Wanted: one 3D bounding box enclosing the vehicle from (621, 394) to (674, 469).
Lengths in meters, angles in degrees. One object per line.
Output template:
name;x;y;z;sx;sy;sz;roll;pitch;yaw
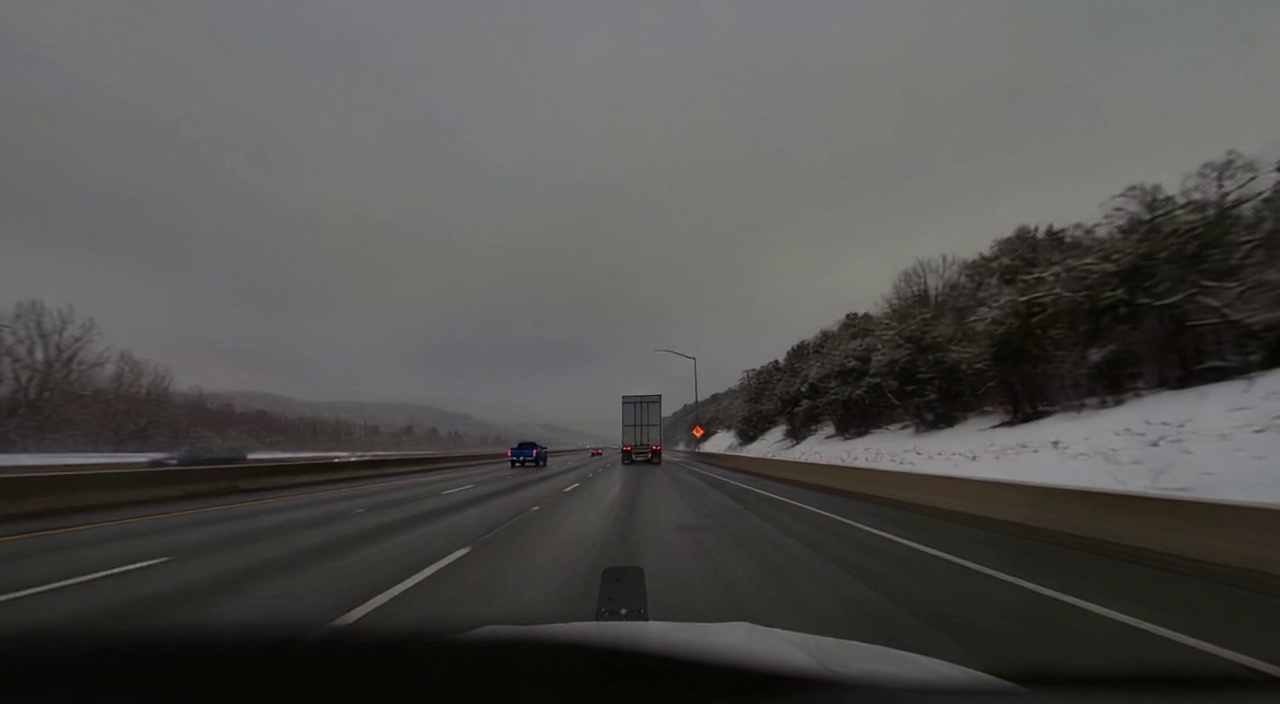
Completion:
vehicle;0.507;5.601;43.245;2.951;4.229;15.519;0;-8;1

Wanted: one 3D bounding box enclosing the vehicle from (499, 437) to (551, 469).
vehicle;-6.995;6.222;39.106;2.113;1.837;5.339;0;-8;1
